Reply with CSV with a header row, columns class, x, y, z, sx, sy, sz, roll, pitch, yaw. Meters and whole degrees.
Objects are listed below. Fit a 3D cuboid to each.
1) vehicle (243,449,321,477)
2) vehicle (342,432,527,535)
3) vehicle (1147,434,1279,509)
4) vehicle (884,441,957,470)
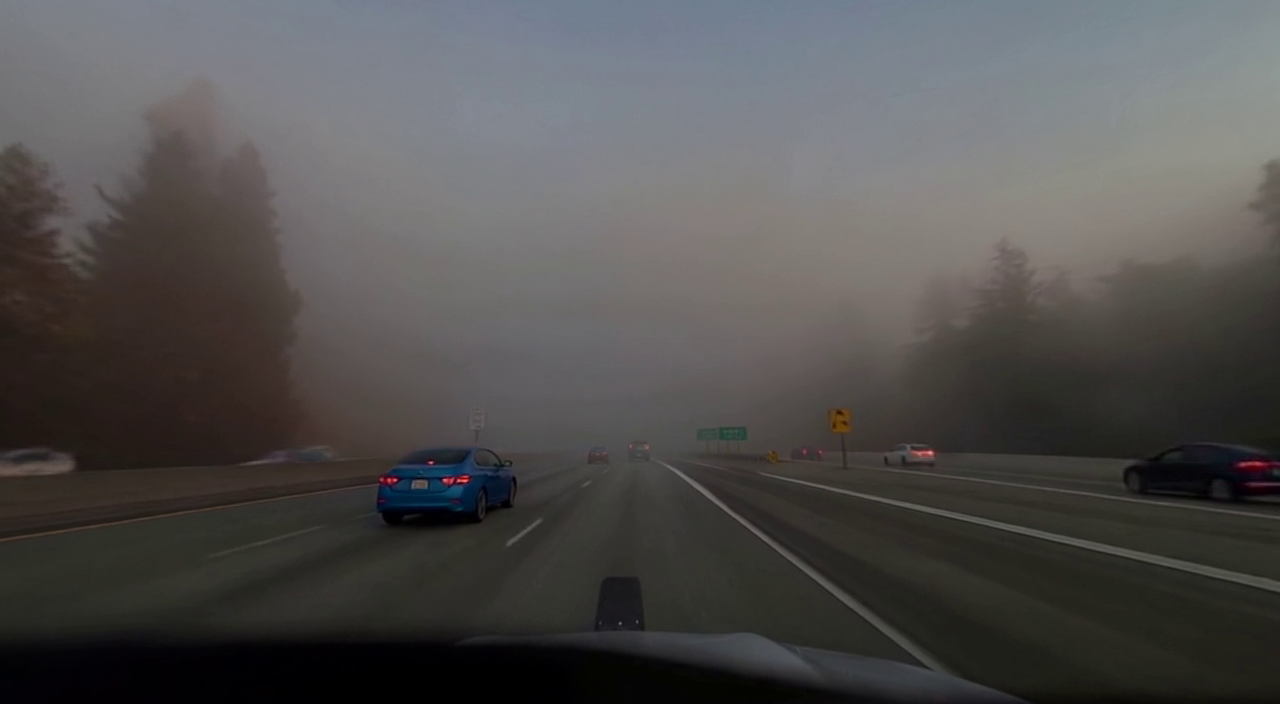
class,x,y,z,sx,sy,sz,roll,pitch,yaw
vehicle,-20.770,6.418,36.918,1.869,1.522,4.536,0,-9,0
vehicle,-3.508,2.318,11.735,2.020,1.554,4.137,0,-9,0
vehicle,13.946,2.557,13.716,1.940,1.496,4.992,-1,-9,4
vehicle,15.107,5.606,34.342,1.873,1.463,4.937,0,-9,2
